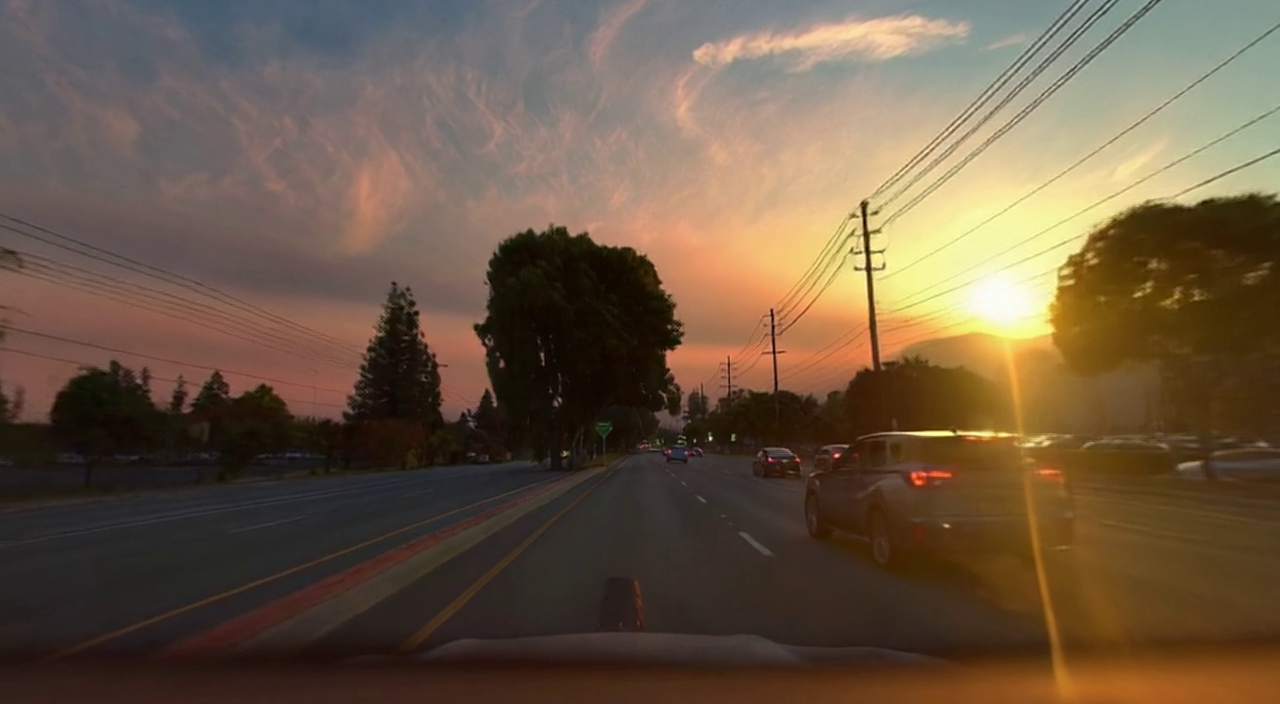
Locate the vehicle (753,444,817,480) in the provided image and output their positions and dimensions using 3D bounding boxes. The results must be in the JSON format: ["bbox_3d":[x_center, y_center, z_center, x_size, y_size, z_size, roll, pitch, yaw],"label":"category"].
[{"bbox_3d":[6.523,4.976,28.855,1.882,1.476,4.344,0,-8,0],"label":"vehicle"}]

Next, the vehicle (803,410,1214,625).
[{"bbox_3d":[3.424,1.597,7.057,2.078,1.668,4.078,0,-8,0],"label":"vehicle"}]
